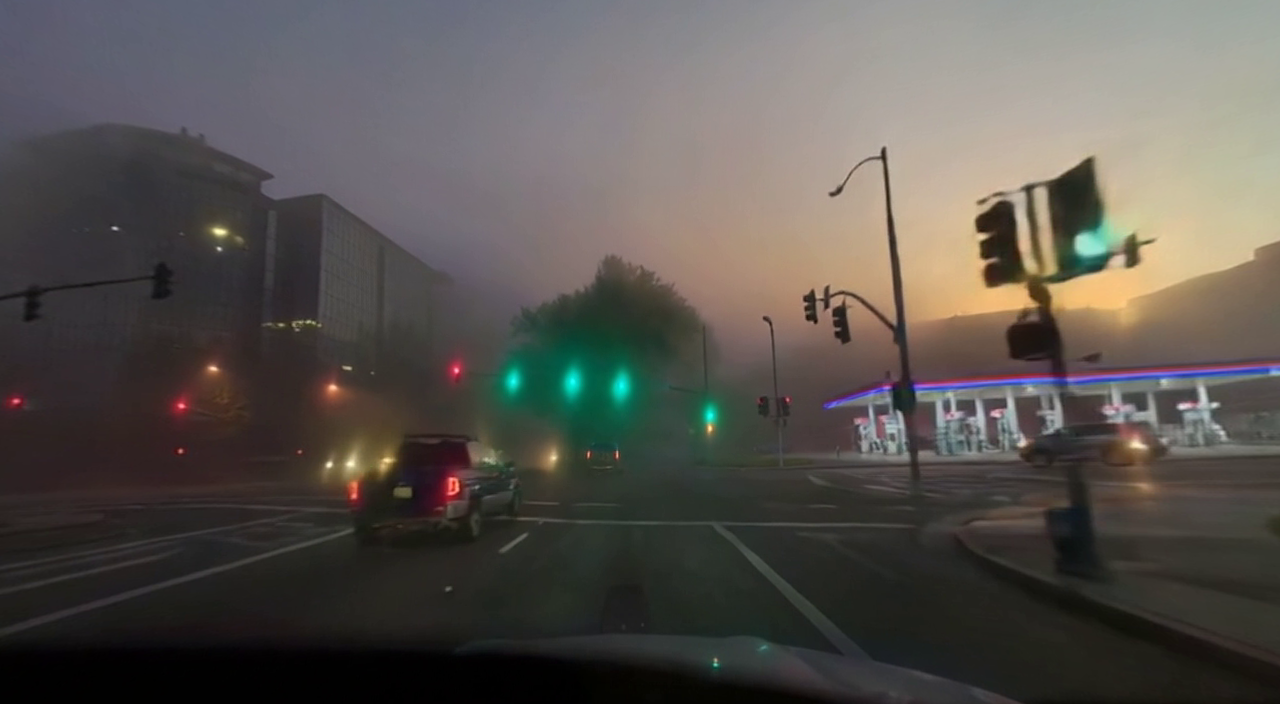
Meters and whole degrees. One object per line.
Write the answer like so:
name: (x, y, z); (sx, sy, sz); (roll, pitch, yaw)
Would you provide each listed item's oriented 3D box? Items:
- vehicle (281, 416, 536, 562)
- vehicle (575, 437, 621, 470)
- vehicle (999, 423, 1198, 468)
vehicle: (-3.140, 1.953, 9.773); (2.183, 1.731, 4.338); (0, -8, 2)
vehicle: (-2.803, 6.968, 43.442); (2.602, 2.091, 6.347); (0, -8, 1)
vehicle: (17.350, 3.580, 24.267); (5.708, 1.585, 2.070); (-3, -9, 19)
